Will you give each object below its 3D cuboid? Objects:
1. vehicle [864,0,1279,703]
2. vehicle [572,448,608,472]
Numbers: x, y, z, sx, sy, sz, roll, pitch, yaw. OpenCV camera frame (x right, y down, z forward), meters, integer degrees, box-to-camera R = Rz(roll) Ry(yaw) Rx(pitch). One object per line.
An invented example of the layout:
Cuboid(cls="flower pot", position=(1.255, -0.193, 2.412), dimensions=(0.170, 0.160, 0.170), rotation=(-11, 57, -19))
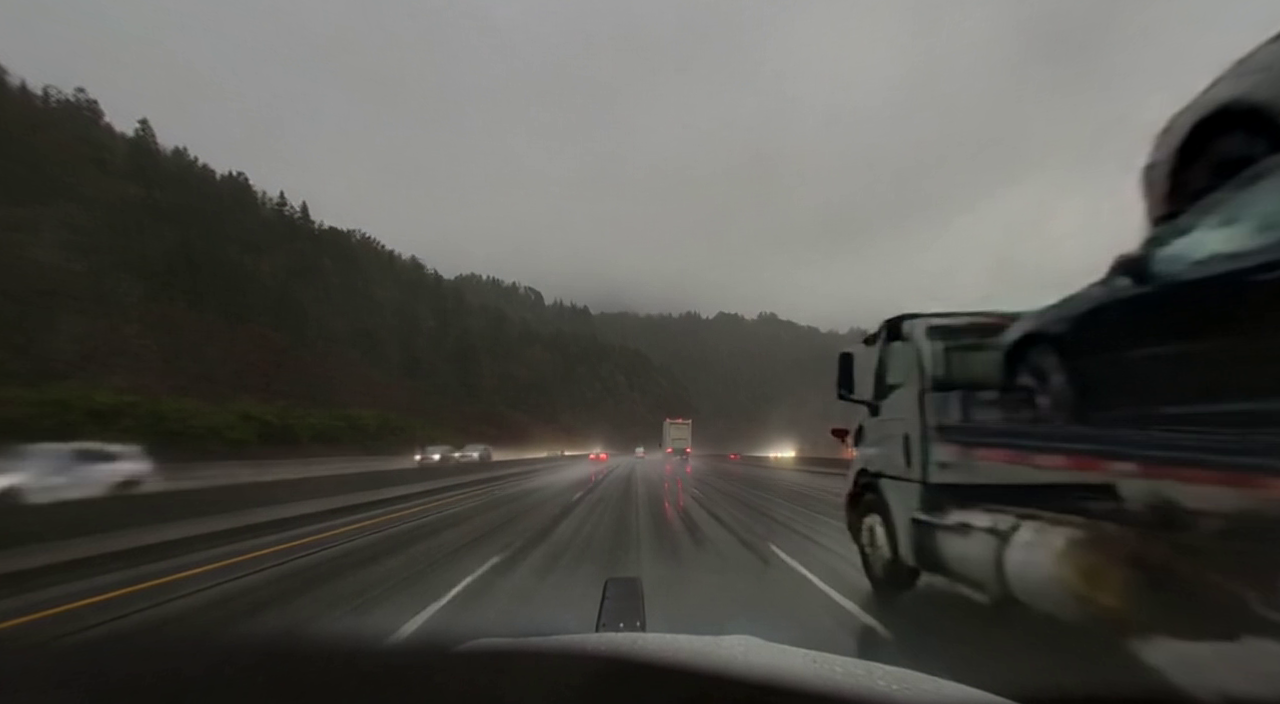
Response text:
Cuboid(cls="vehicle", position=(3.700, -0.393, 1.047), dimensions=(3.046, 3.762, 9.803), rotation=(0, -9, 0))
Cuboid(cls="vehicle", position=(-3.363, 7.385, 43.346), dimensions=(2.091, 1.522, 4.301), rotation=(0, -9, 0))
